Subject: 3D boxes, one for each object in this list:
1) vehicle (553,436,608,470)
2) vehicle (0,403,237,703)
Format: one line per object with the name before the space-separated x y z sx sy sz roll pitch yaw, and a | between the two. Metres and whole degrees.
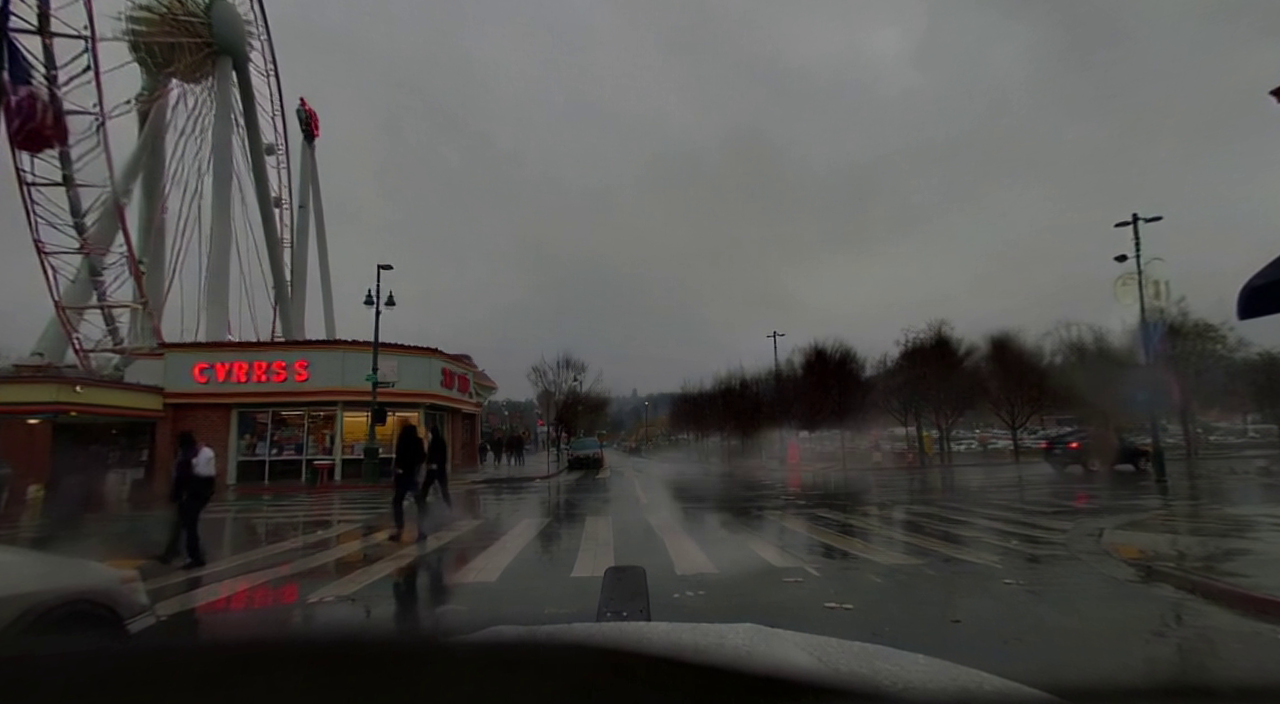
vehicle | -3.891 6.413 40.250 2.549 2.000 5.699 2 -9 -15
vehicle | -3.372 0.785 1.193 1.940 1.505 4.676 -1 -9 3
